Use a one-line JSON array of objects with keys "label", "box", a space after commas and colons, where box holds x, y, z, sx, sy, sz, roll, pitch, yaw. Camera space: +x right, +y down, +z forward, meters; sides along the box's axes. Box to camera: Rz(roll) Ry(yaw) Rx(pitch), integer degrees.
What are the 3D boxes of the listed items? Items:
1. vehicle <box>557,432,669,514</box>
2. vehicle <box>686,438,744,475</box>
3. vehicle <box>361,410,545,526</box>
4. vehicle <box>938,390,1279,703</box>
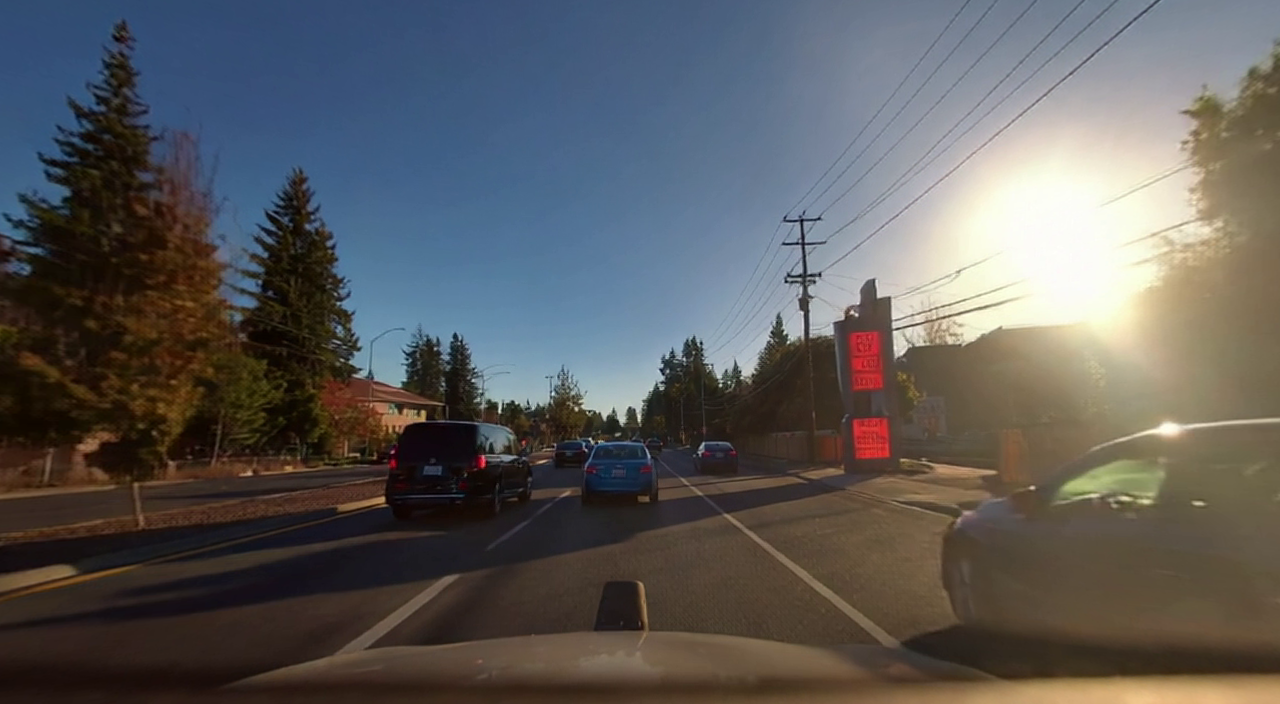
[{"label": "vehicle", "box": [-0.490, 2.552, 13.740, 2.097, 1.511, 3.809, 0, -9, 0]}, {"label": "vehicle", "box": [3.203, 4.581, 27.884, 1.878, 1.479, 4.461, 0, -9, -2]}, {"label": "vehicle", "box": [-3.348, 2.206, 12.503, 2.092, 1.839, 4.736, 0, -9, 1]}, {"label": "vehicle", "box": [3.223, 0.994, 2.844, 1.880, 1.521, 3.724, 0, -9, -1]}]
